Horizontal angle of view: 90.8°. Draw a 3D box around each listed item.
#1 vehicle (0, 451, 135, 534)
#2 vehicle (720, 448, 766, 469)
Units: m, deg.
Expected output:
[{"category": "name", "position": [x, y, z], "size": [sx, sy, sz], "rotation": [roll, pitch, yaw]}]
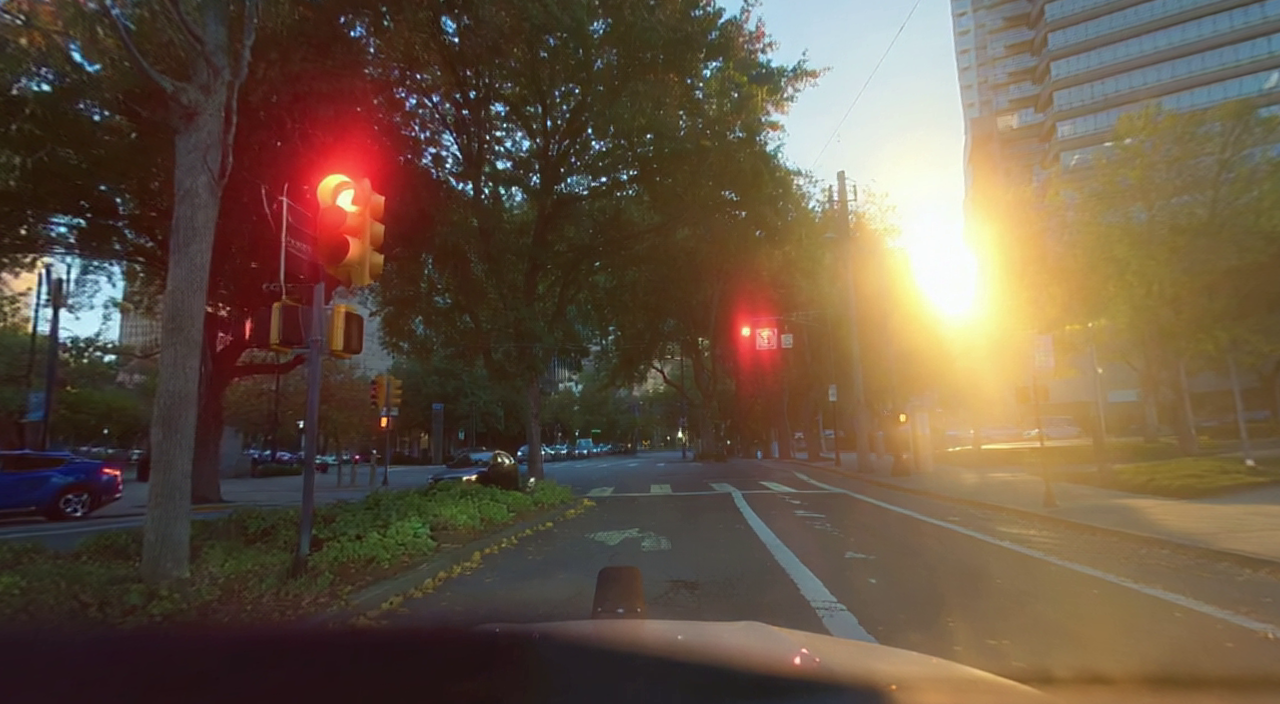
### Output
[{"category": "vehicle", "position": [-12.859, 2.711, 12.268], "size": [4.598, 1.490, 1.816], "rotation": [7, -11, -40]}, {"category": "vehicle", "position": [7.857, 8.120, 48.414], "size": [1.829, 1.440, 4.384], "rotation": [2, -9, -14]}]
